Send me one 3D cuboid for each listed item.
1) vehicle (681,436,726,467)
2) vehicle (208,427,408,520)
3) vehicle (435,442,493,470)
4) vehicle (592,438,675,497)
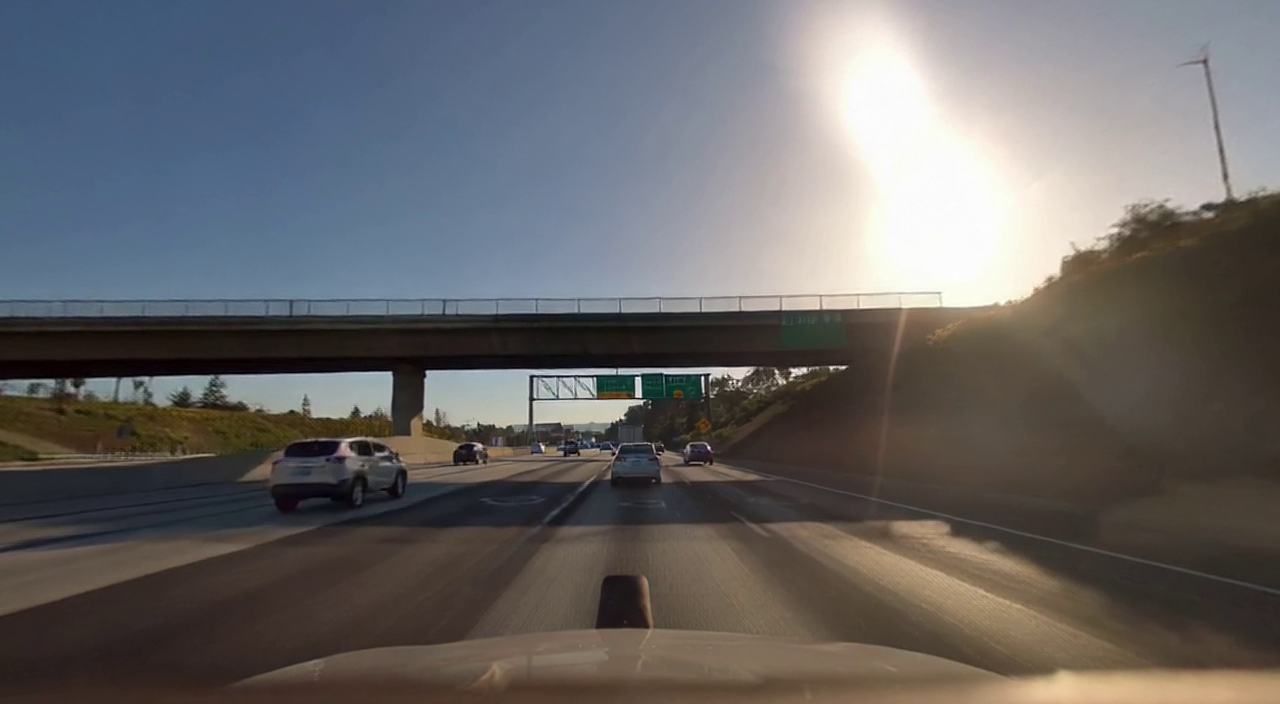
[{"bbox_3d":[3.703,5.915,37.671,2.100,1.707,4.342,0,-8,-2],"label":"vehicle"},{"bbox_3d":[-6.869,2.536,13.706,2.060,1.669,4.242,0,-8,-1],"label":"vehicle"},{"bbox_3d":[-10.451,6.219,37.923,2.019,1.510,4.992,0,-8,1],"label":"vehicle"},{"bbox_3d":[-0.179,3.168,17.724,2.042,1.446,4.269,0,-8,-1],"label":"vehicle"}]
